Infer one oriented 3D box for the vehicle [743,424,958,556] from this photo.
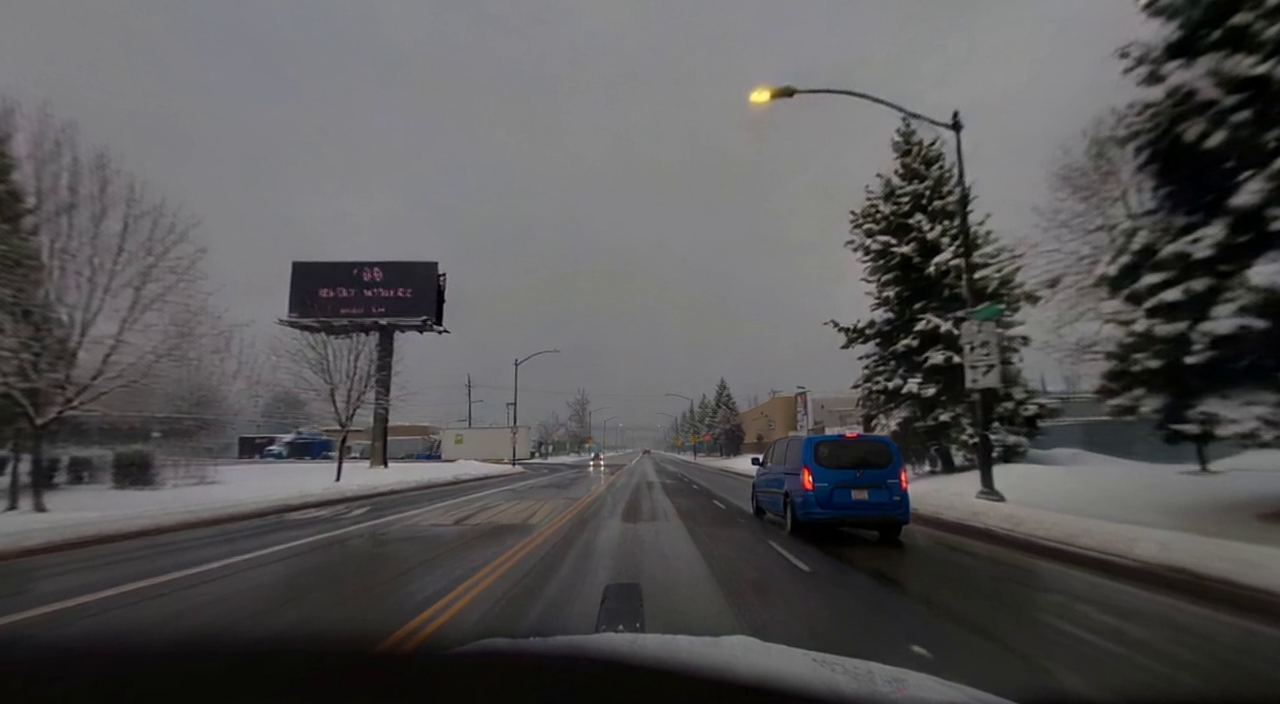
[{"bbox_3d":[3.370,2.321,11.366,2.202,1.822,4.826,1,-9,0],"label":"vehicle"}]
